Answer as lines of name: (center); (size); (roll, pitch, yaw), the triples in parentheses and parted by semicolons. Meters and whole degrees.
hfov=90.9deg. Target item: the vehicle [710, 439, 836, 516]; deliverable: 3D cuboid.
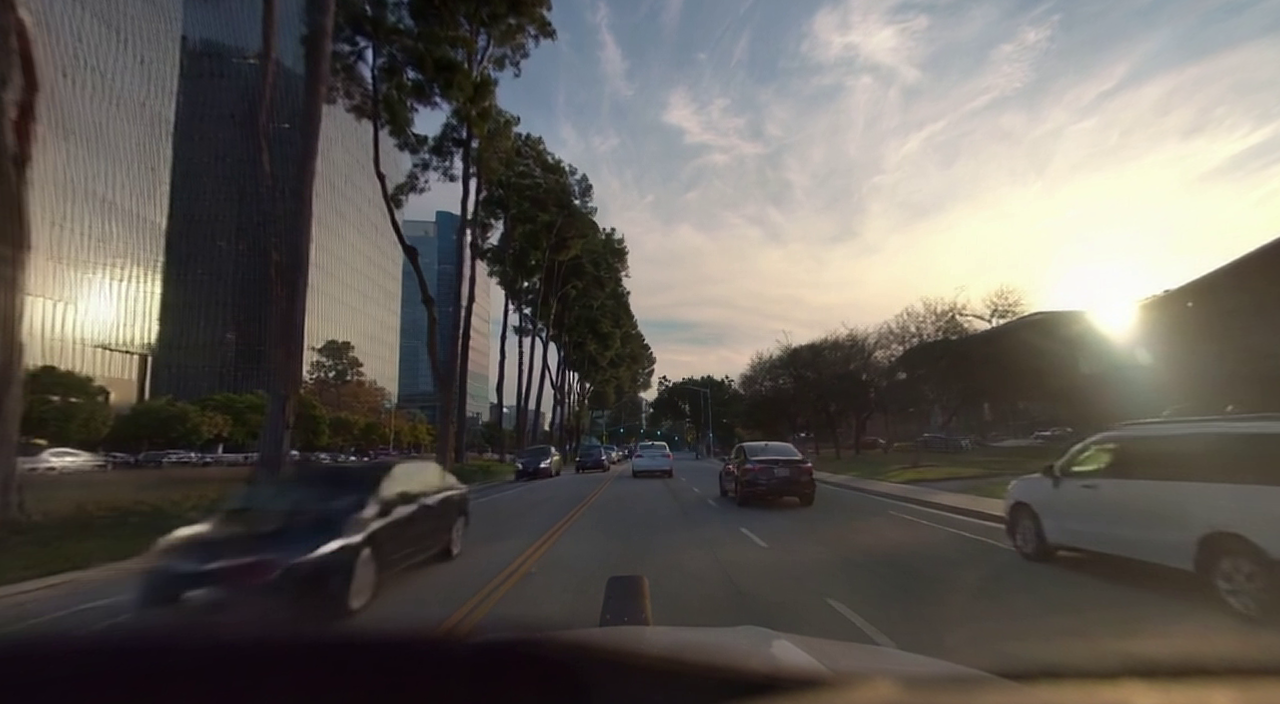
vehicle: (2.927, 2.846, 14.857); (1.991, 1.536, 4.116); (0, -9, -1)

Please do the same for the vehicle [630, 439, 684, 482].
vehicle: (0.693, 4.596, 26.961); (2.105, 1.653, 3.887); (0, -9, 0)

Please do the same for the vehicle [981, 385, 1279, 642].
vehicle: (5.592, 1.373, 6.011); (2.059, 1.813, 4.637); (0, -9, 0)

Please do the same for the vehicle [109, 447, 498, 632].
vehicle: (-3.117, 1.788, 7.079); (1.997, 1.415, 4.195); (0, -9, 1)

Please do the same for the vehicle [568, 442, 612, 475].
vehicle: (-2.743, 5.972, 35.590); (2.065, 1.708, 4.311); (0, -9, 1)

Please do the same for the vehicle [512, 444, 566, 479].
vehicle: (-5.466, 5.983, 34.820); (2.132, 1.769, 4.760); (0, -9, 1)
